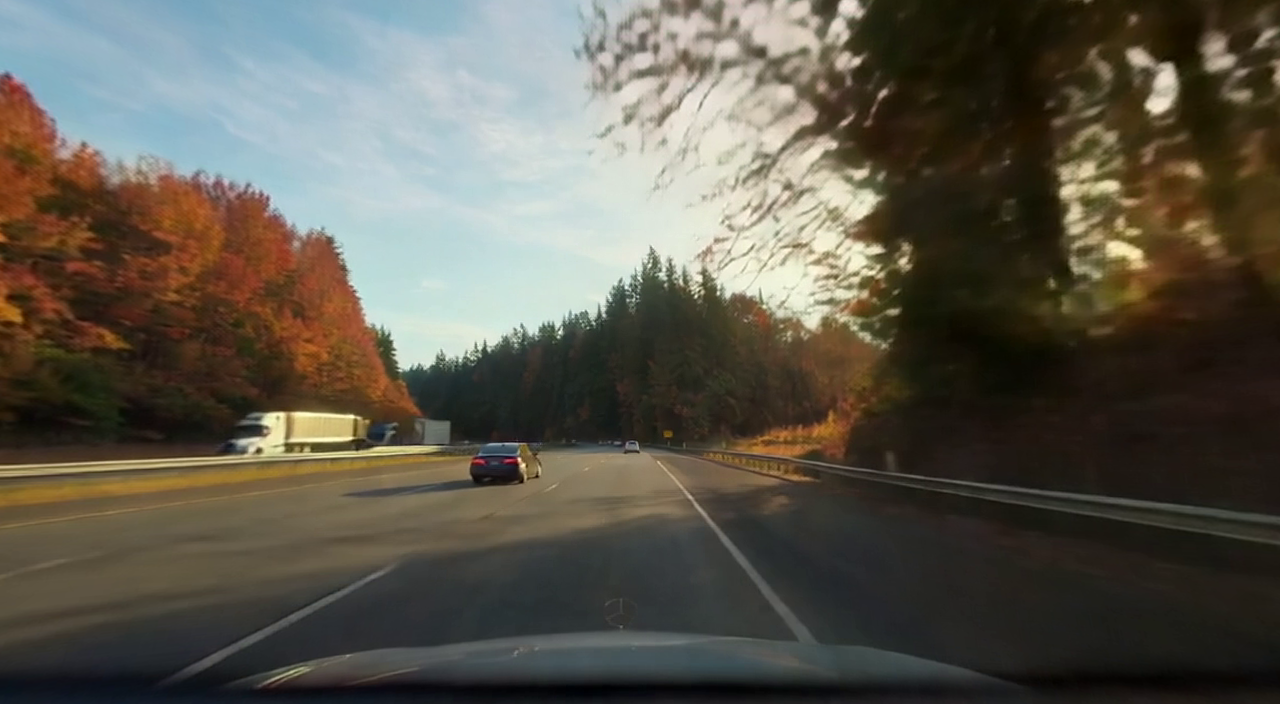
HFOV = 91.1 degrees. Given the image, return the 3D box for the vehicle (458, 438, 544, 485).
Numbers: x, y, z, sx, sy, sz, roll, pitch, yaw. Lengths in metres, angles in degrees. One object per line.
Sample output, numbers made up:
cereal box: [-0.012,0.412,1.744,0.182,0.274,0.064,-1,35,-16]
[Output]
vehicle: [-4.782,3.808,22.289,2.004,1.497,4.260,0,-8,1]
